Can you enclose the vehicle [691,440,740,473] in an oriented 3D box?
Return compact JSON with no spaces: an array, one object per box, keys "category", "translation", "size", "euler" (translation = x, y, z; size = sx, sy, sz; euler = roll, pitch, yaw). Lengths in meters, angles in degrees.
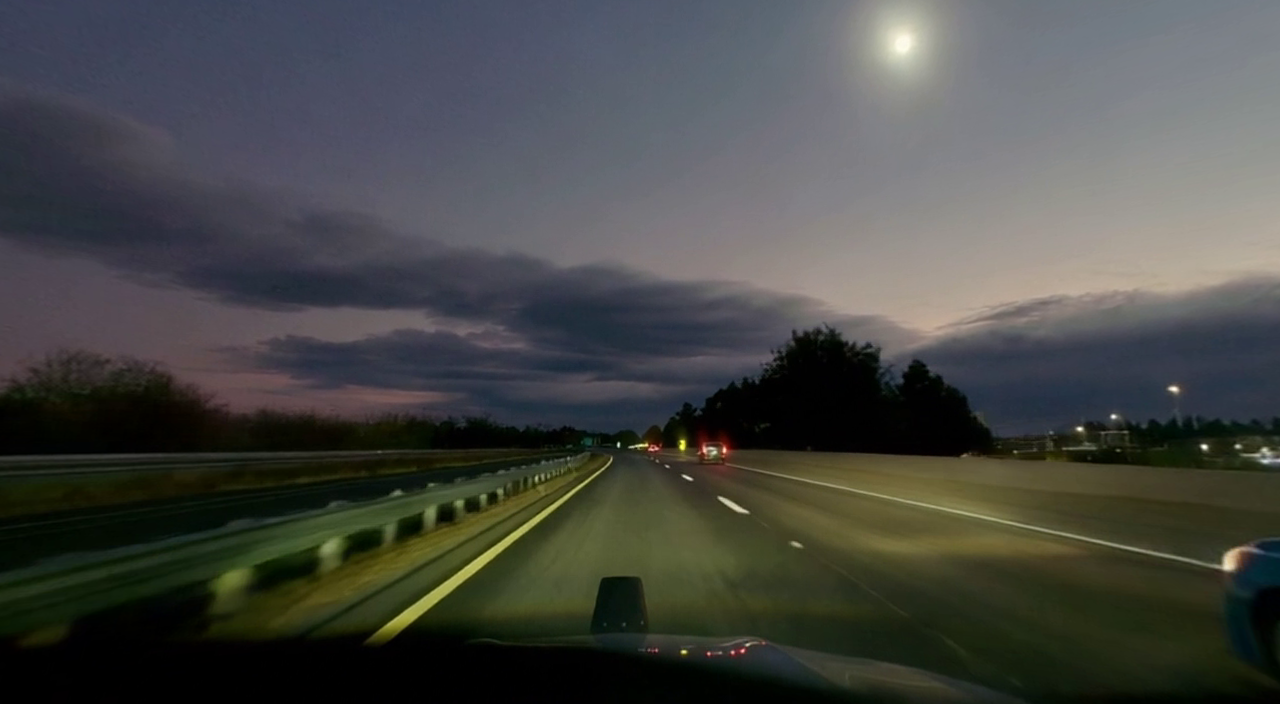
[{"category":"vehicle","translation":[3.732,5.270,31.868],"size":[1.945,1.538,3.729],"euler":[0,-8,-1]}]
